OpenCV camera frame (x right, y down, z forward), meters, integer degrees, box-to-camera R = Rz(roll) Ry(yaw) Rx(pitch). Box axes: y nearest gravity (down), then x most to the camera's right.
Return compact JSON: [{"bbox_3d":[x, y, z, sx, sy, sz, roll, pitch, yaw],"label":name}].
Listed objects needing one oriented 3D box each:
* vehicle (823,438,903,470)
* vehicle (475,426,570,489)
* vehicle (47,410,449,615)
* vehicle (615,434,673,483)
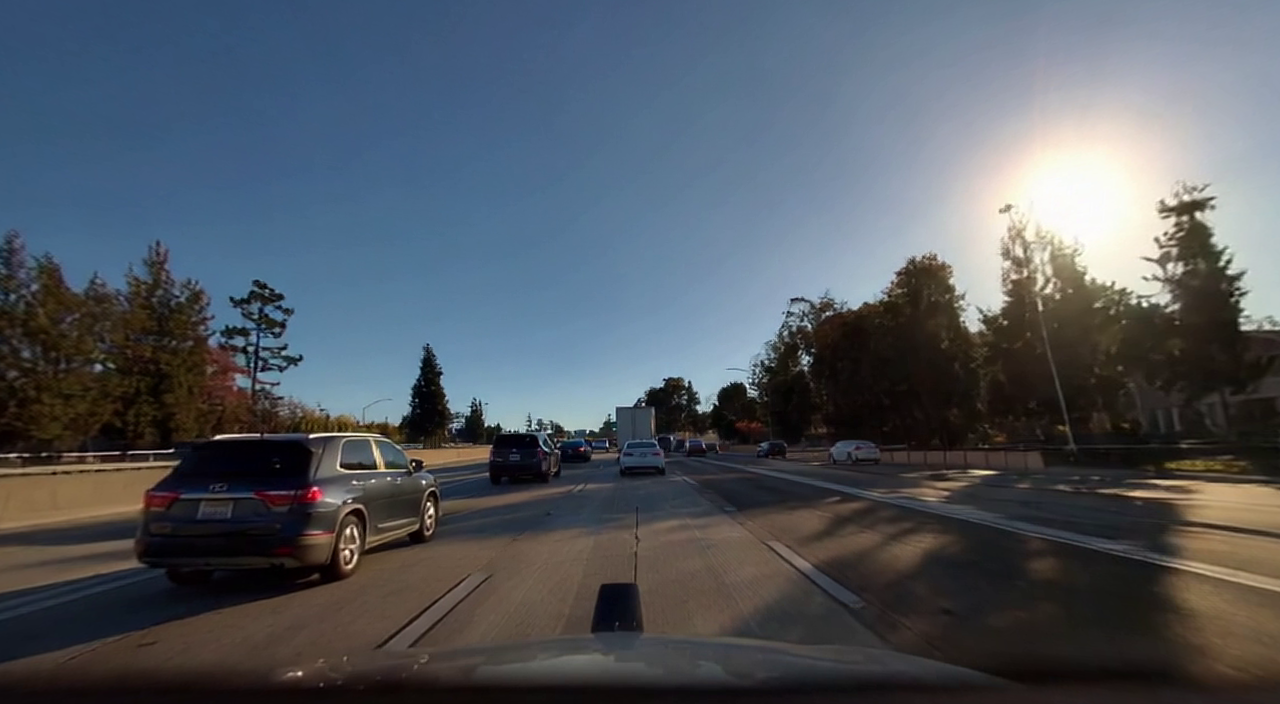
[{"bbox_3d":[11.088,5.108,31.810,1.905,1.490,4.826,1,-9,-5],"label":"vehicle"},{"bbox_3d":[-4.018,3.743,22.702,2.301,1.944,5.482,0,-9,0],"label":"vehicle"},{"bbox_3d":[-3.837,1.626,7.259,1.988,1.668,4.021,0,-9,0],"label":"vehicle"},{"bbox_3d":[0.114,4.133,24.746,2.063,1.703,4.203,0,-9,-1],"label":"vehicle"}]
